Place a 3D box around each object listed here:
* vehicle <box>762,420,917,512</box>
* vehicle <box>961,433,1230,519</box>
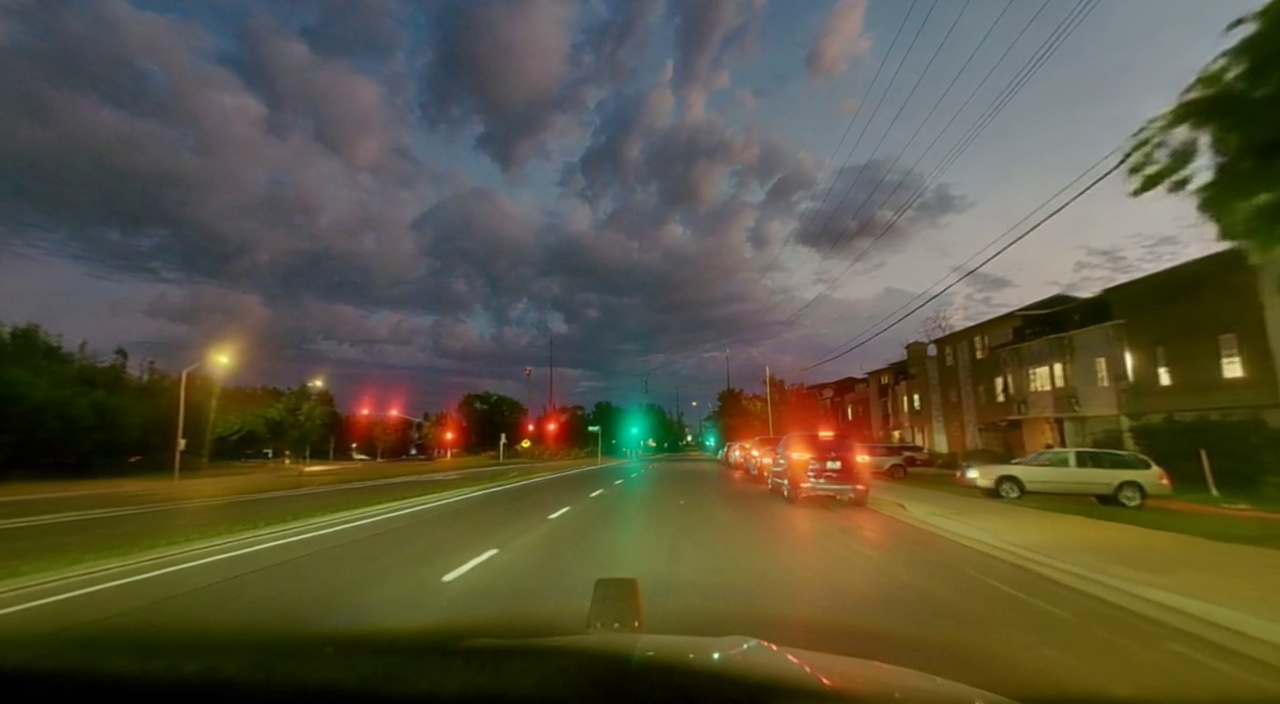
[{"bbox_3d":[4.477,2.653,15.225,2.359,1.817,4.985,0,-8,3],"label":"vehicle"},{"bbox_3d":[10.517,2.816,14.976,2.038,1.680,4.660,7,-10,-37],"label":"vehicle"}]
